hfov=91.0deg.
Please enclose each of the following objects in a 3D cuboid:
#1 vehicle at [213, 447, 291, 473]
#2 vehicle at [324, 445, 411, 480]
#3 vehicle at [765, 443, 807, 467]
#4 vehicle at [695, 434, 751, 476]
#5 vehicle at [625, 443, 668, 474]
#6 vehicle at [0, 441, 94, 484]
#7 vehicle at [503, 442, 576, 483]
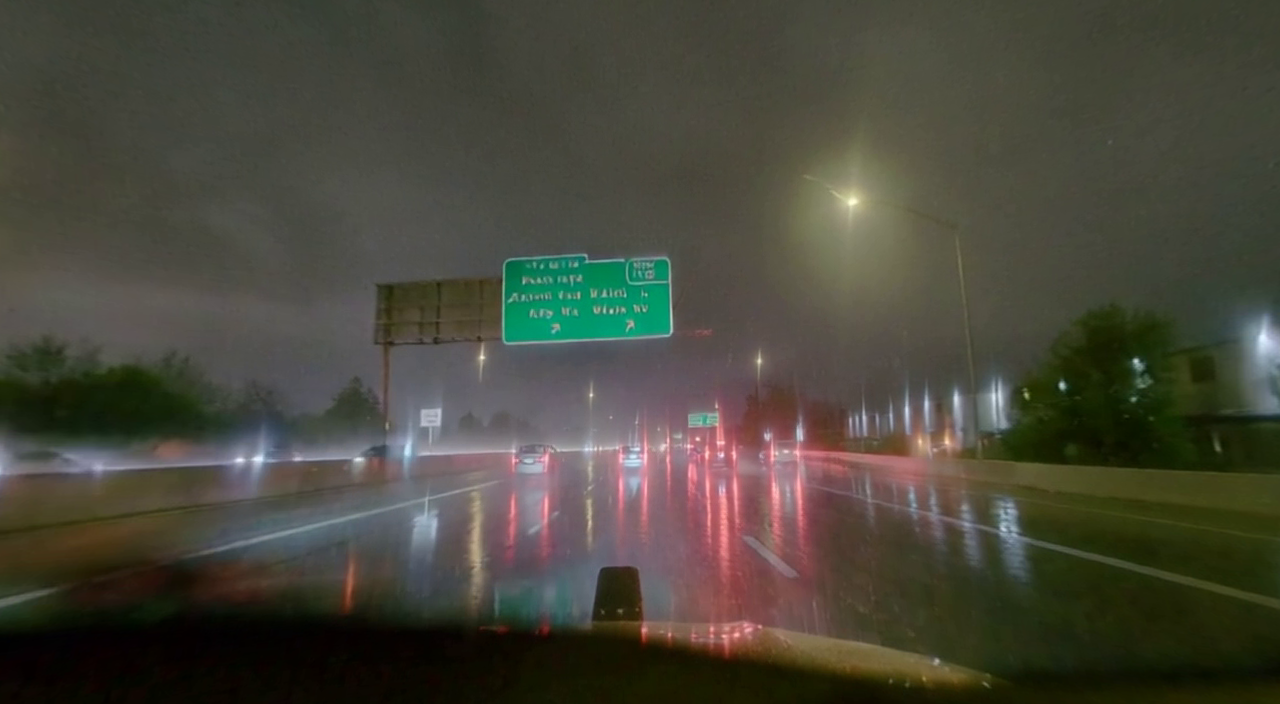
[{"bbox_3d":[-23.549,6.573,38.459,1.856,1.497,4.453,0,-9,1],"label":"vehicle"},{"bbox_3d":[-12.830,5.215,29.981,1.962,1.520,4.617,0,-9,2],"label":"vehicle"},{"bbox_3d":[9.606,6.819,41.772,1.971,1.464,4.357,0,-9,3],"label":"vehicle"},{"bbox_3d":[3.738,4.725,29.032,2.045,1.768,4.249,0,-9,0],"label":"vehicle"},{"bbox_3d":[0.362,5.430,32.321,2.071,1.478,4.130,0,-9,1],"label":"vehicle"},{"bbox_3d":[-26.258,4.630,26.626,1.941,1.685,4.713,0,-9,2],"label":"vehicle"},{"bbox_3d":[-3.887,4.369,25.202,1.996,1.488,4.451,0,-9,2],"label":"vehicle"}]
